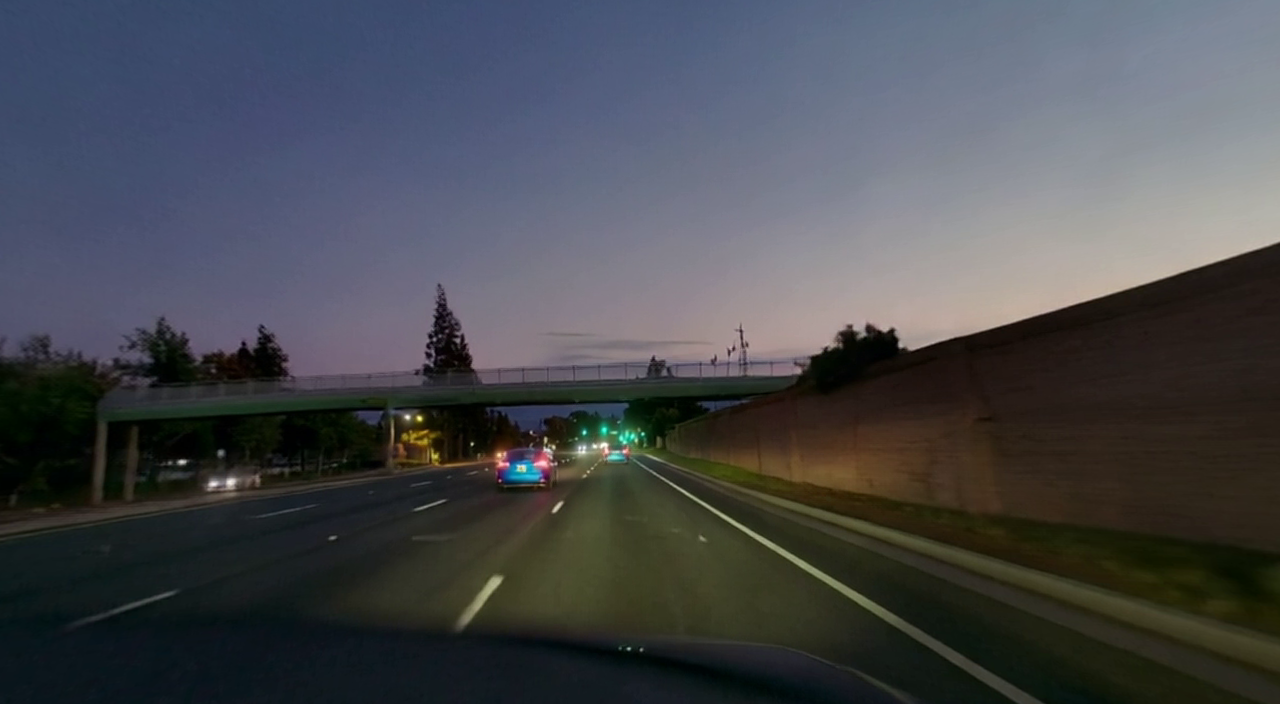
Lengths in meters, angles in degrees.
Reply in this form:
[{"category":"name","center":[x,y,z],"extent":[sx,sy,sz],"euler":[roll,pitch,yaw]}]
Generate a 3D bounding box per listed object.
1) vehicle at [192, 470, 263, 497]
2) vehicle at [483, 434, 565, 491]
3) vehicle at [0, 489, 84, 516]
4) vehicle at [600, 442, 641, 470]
[{"category":"vehicle","center":[-26.554,8.432,40.845],"extent":[1.803,1.477,4.187],"euler":[0,-9,-2]},{"category":"vehicle","center":[-3.957,3.852,22.406],"extent":[2.223,1.771,4.581],"euler":[0,-9,-3]},{"category":"vehicle","center":[-42.811,10.615,44.540],"extent":[5.045,1.667,2.174],"euler":[0,-8,0]},{"category":"vehicle","center":[-1.210,6.010,36.676],"extent":[2.205,1.509,4.272],"euler":[0,-9,-4]}]
